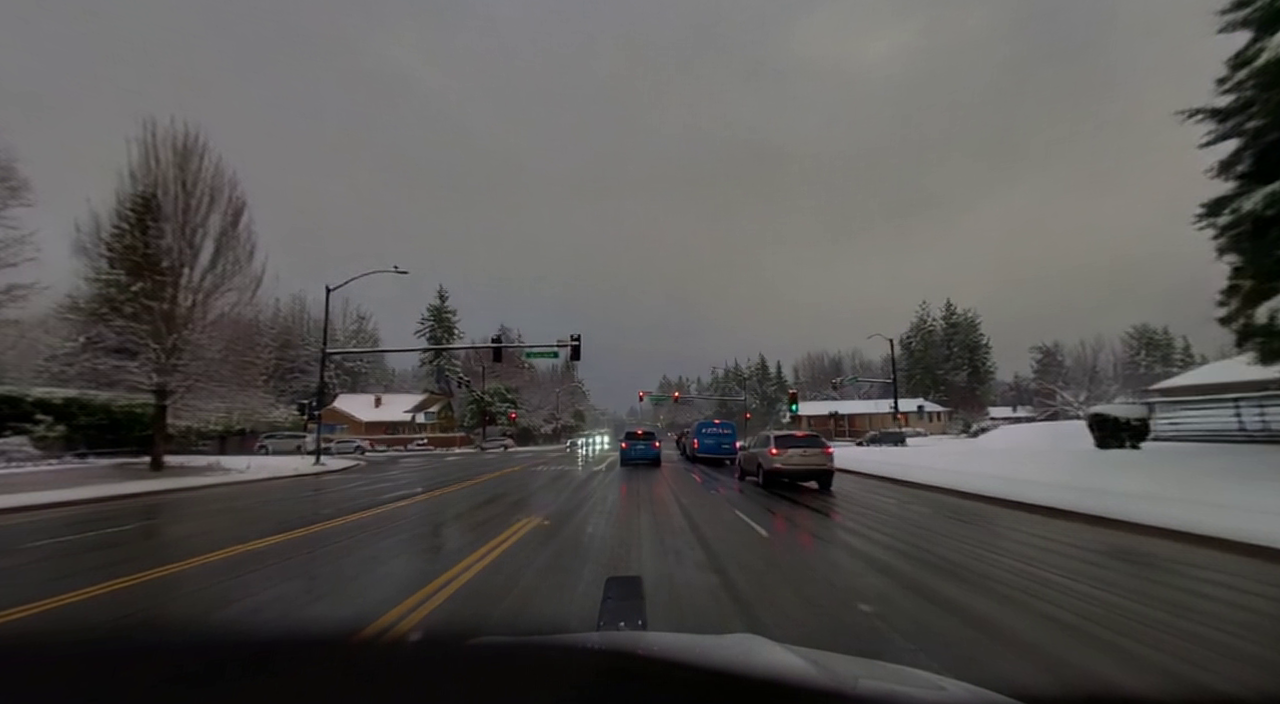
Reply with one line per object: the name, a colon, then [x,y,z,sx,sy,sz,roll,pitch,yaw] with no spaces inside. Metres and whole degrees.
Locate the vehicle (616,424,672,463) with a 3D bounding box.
vehicle: [0.224,4.170,28.526,2.321,1.624,4.367,0,-8,1]

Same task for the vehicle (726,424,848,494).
vehicle: [3.482,2.652,15.878,1.934,1.506,4.544,0,-8,-1]

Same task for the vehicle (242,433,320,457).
vehicle: [-27.884,7.255,48.907,4.757,1.841,2.121,1,-8,-7]

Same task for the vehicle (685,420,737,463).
vehicle: [3.337,4.327,30.394,2.059,1.924,4.257,0,-8,0]
